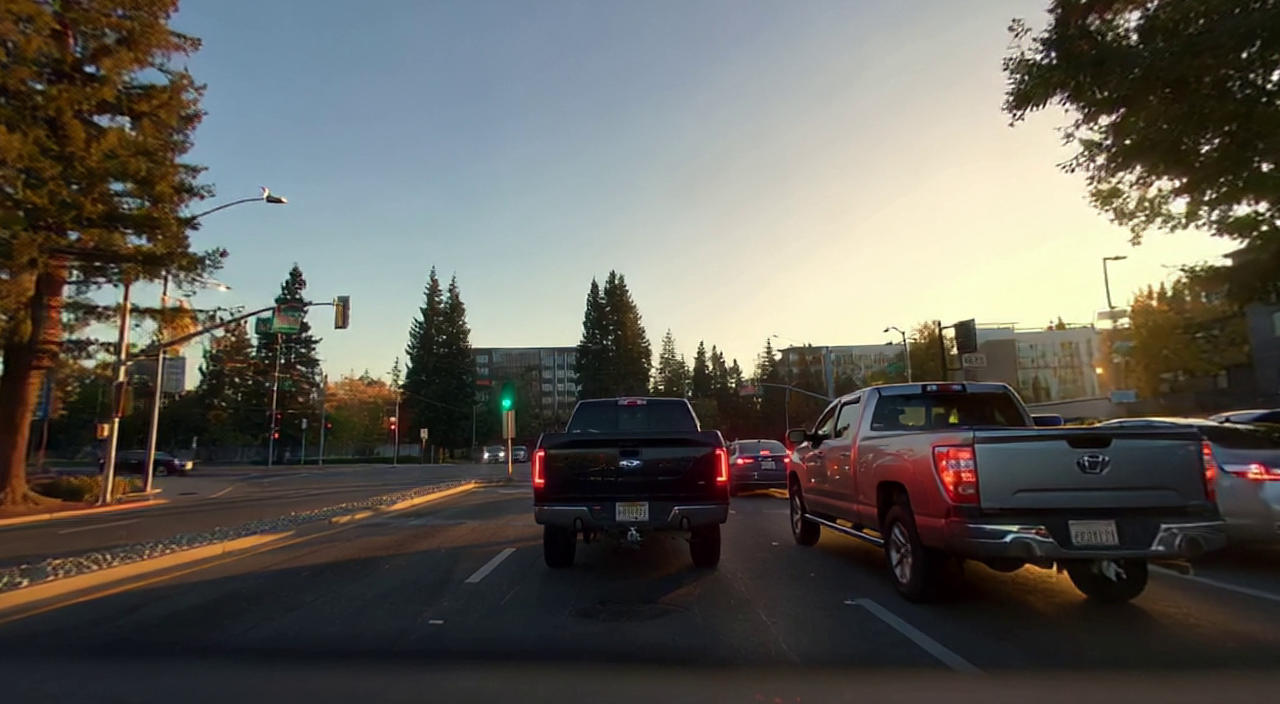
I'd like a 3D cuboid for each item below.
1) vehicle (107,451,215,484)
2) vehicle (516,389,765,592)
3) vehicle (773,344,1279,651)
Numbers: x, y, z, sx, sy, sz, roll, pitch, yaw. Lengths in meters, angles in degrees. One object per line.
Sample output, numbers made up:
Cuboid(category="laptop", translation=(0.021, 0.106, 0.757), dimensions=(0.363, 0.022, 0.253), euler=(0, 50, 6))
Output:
Cuboid(category="vehicle", translation=(-26.383, 6.360, 34.989), dimensions=(4.437, 1.669, 1.936), euler=(5, -10, -30))
Cuboid(category="vehicle", translation=(-0.056, 1.620, 8.293), dimensions=(2.240, 1.821, 5.001), euler=(0, -9, -1))
Cuboid(category="vehicle", translation=(3.325, 1.334, 6.936), dimensions=(2.412, 1.953, 5.682), euler=(0, -9, -1))
